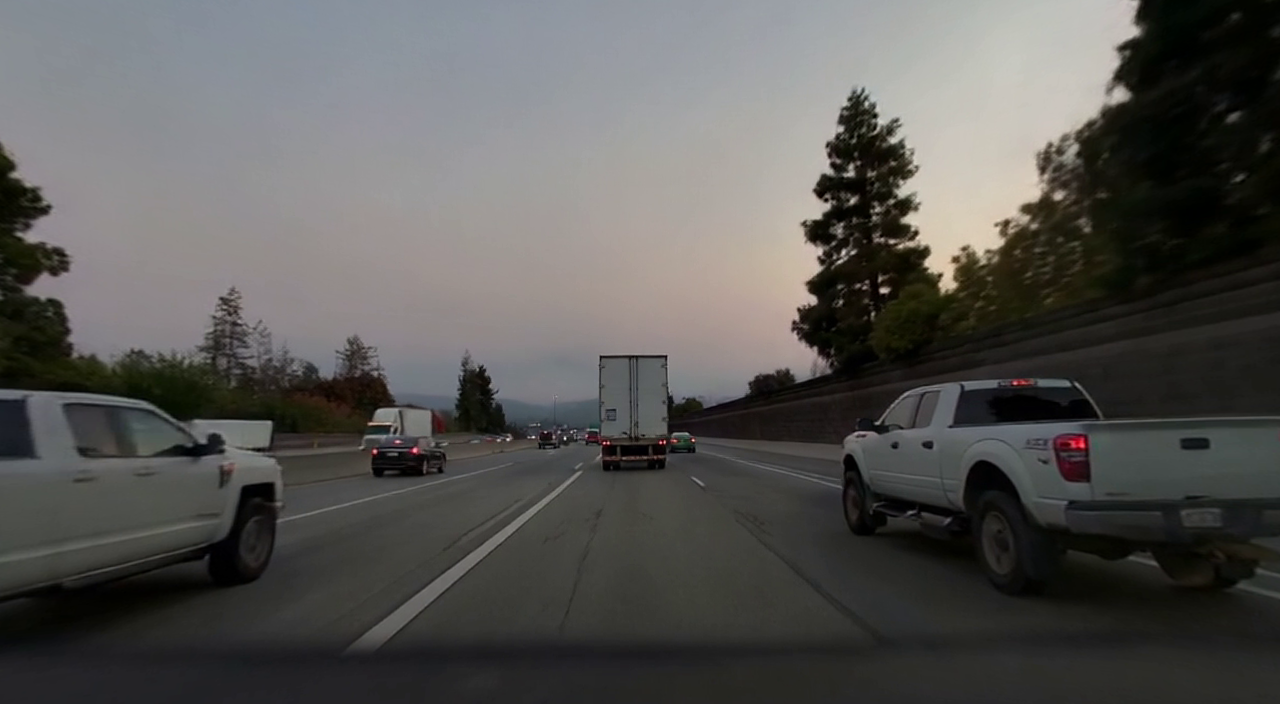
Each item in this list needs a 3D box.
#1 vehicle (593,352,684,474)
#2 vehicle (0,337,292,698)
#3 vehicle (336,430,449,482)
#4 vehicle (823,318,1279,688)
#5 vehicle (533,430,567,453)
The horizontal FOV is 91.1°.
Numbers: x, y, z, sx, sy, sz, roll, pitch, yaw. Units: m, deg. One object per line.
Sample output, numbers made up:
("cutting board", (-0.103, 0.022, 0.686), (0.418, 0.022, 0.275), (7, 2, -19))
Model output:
("vehicle", (-0.346, 2.663, 25.526), (2.904, 3.915, 10.473), (0, -8, -3))
("vehicle", (-4.206, 0.857, 3.411), (2.134, 1.752, 4.375), (0, -8, -1))
("vehicle", (-7.848, 3.316, 20.403), (2.059, 1.500, 4.001), (0, -8, -1))
("vehicle", (3.500, 1.060, 5.638), (2.118, 1.832, 4.901), (0, -8, -2))
("vehicle", (-6.777, 6.784, 47.581), (2.134, 1.650, 4.133), (0, -8, -2))
